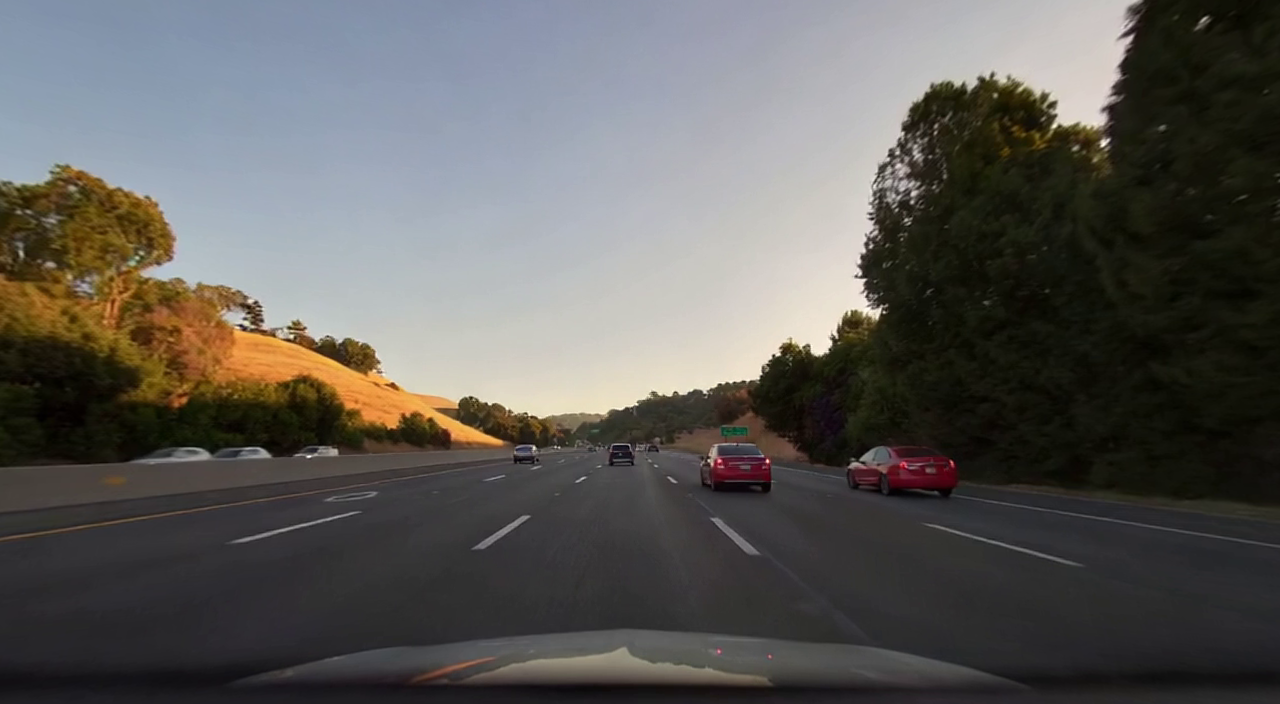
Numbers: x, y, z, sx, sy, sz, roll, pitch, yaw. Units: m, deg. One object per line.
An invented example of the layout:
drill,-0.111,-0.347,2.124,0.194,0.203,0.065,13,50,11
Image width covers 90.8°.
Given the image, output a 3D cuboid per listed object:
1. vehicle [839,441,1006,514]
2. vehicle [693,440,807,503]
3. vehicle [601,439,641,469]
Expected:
vehicle,6.476,2.890,15.120,1.845,1.452,4.352,0,-8,-2
vehicle,2.844,3.219,17.576,2.120,1.492,4.734,0,-8,-3
vehicle,-1.125,6.081,37.836,2.277,1.675,4.023,0,-8,-1
